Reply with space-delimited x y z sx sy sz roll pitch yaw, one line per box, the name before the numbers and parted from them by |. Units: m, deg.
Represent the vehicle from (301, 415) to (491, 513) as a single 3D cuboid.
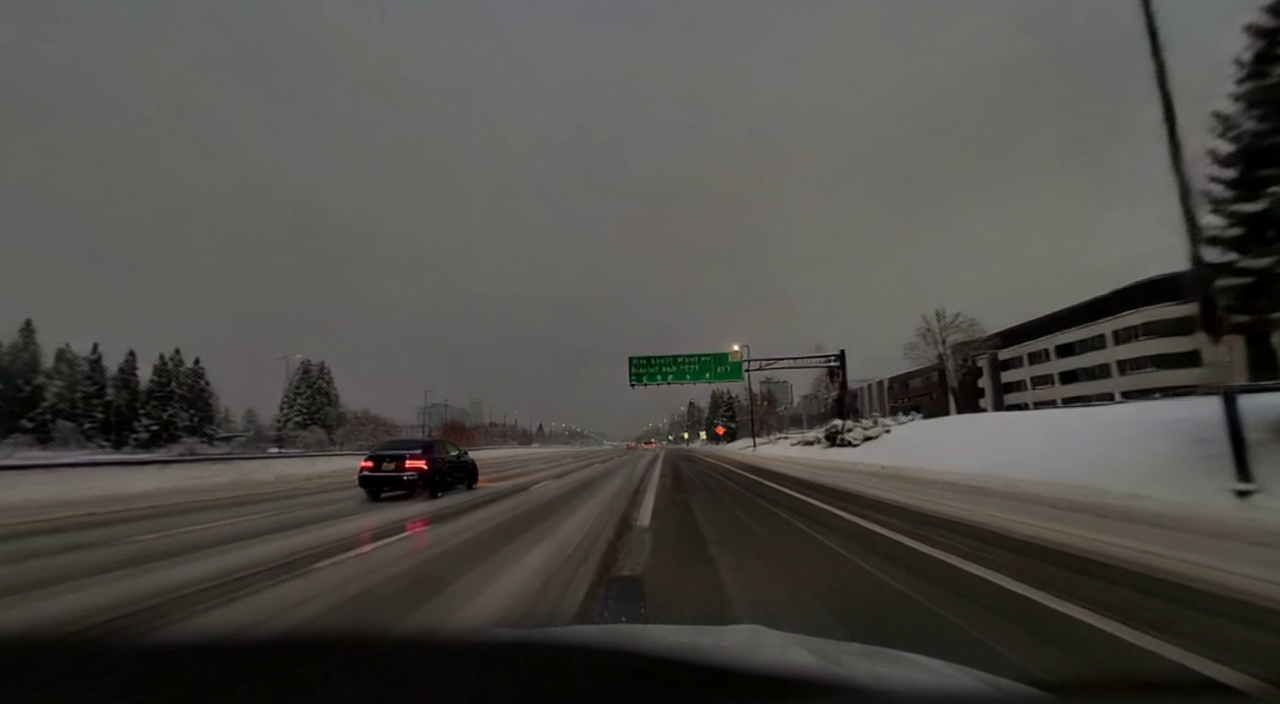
vehicle | -5.114 2.423 14.165 2.145 1.793 4.762 0 -8 3
